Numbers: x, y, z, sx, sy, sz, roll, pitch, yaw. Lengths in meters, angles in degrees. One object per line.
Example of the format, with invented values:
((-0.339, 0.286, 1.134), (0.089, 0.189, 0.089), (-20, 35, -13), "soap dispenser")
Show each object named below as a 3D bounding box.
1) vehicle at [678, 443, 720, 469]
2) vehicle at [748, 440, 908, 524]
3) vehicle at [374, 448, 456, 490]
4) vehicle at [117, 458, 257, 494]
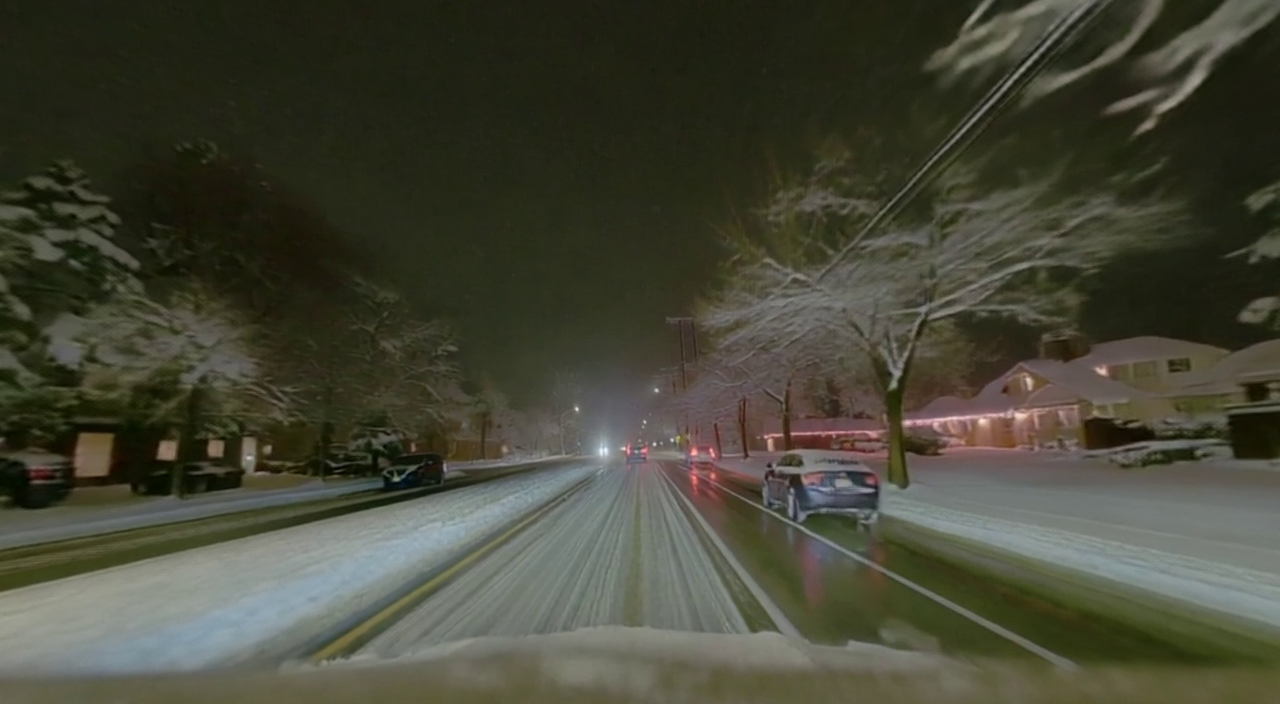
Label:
((3.992, 7.109, 43.447), (2.124, 1.524, 4.698), (4, -9, -2), "vehicle")
((3.817, 2.708, 13.807), (2.014, 1.498, 4.484), (0, -8, -2), "vehicle")
((-11.280, 5.854, 32.120), (2.086, 1.711, 5.661), (-5, -8, 0), "vehicle")
((-18.671, 5.105, 26.186), (4.326, 1.355, 1.812), (1, -9, -3), "vehicle")
